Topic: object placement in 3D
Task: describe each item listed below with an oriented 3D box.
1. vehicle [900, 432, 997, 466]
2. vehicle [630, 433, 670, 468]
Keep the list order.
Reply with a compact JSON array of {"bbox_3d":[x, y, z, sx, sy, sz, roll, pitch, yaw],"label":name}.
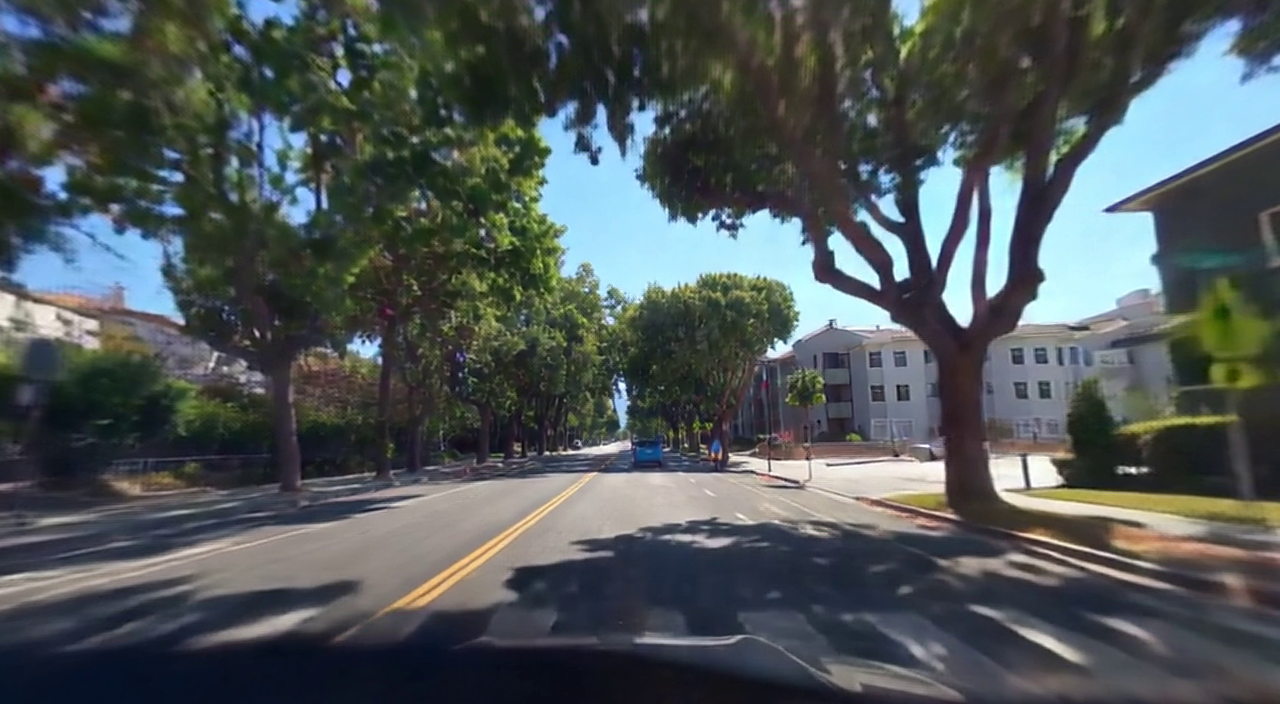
[{"bbox_3d":[17.178,5.429,35.215,4.237,1.819,2.245,0,-8,0],"label":"vehicle"},{"bbox_3d":[0.461,5.079,32.655,1.981,1.703,3.691,0,-8,-1],"label":"vehicle"}]
